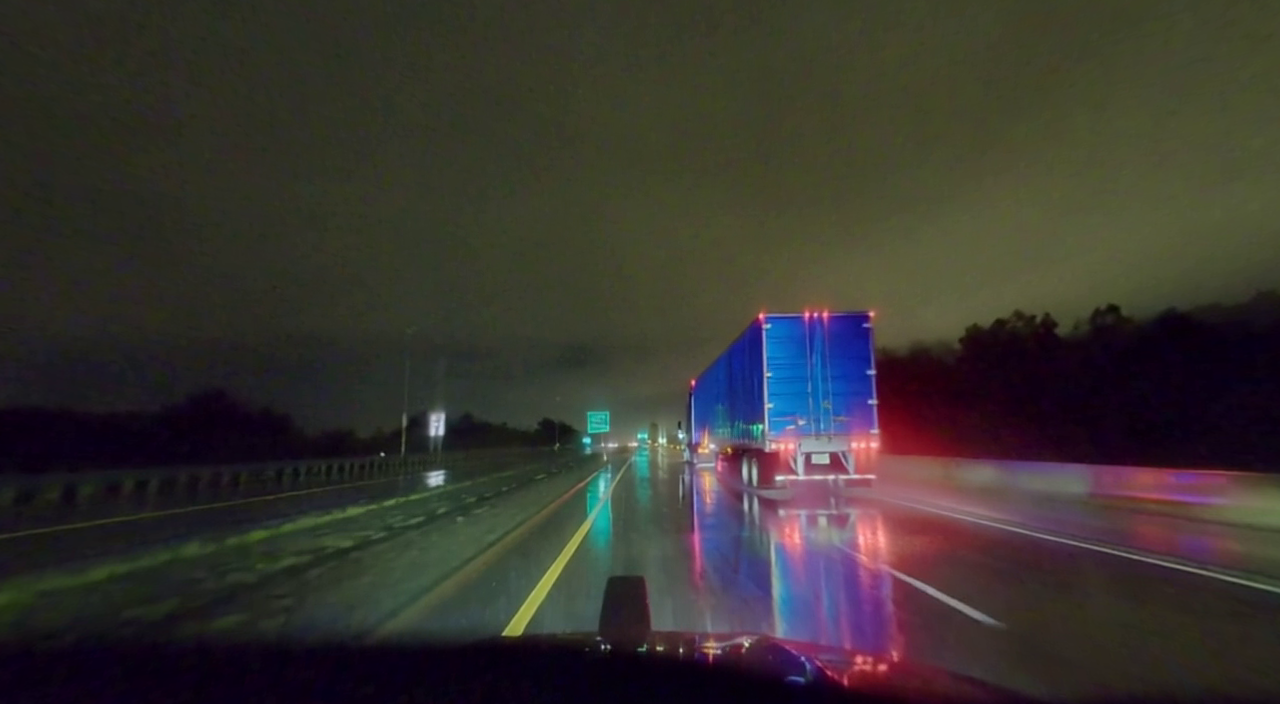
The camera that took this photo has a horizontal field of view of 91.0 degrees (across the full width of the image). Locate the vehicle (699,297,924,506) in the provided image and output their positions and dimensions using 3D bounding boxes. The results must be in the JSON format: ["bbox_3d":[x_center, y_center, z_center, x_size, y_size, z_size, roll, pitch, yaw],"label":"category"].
[{"bbox_3d":[4.329,2.002,20.531,3.615,4.578,13.539,0,-8,0],"label":"vehicle"}]
